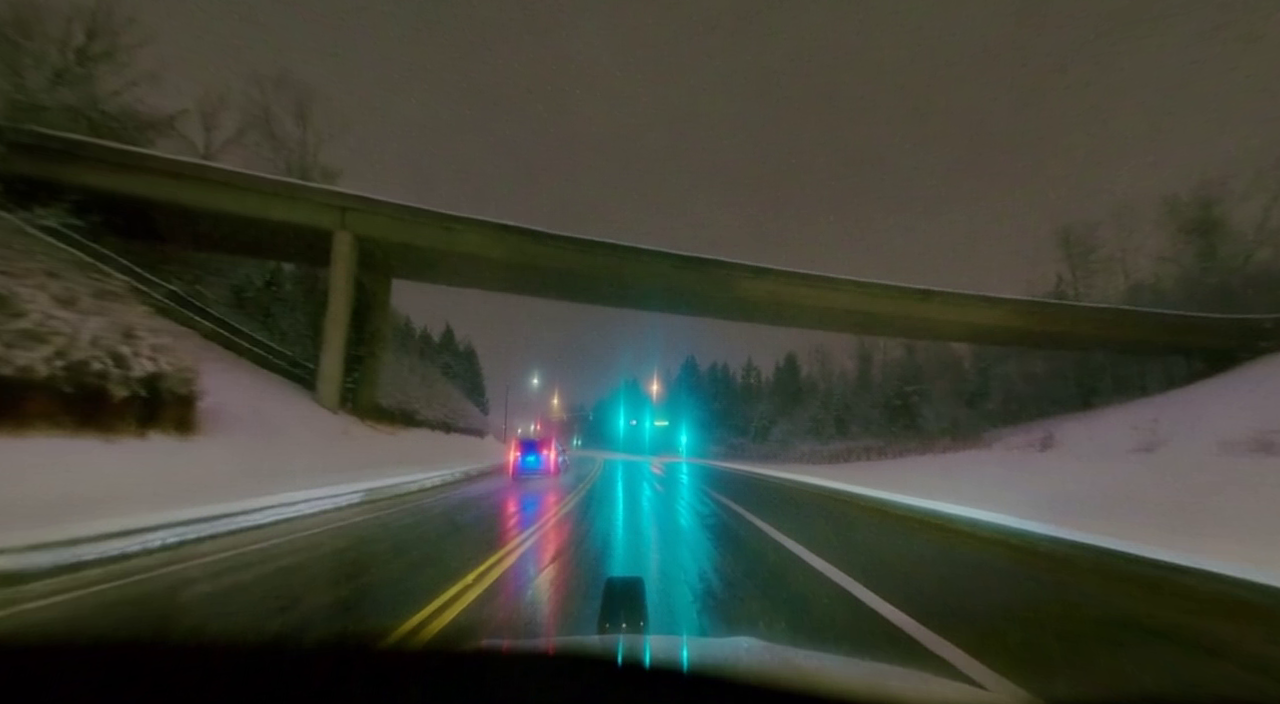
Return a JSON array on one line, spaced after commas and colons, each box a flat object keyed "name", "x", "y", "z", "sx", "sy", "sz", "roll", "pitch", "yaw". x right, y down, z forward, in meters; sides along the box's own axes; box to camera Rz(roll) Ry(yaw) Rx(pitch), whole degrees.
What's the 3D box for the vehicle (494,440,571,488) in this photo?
[{"name": "vehicle", "x": -3.684, "y": 3.908, "z": 22.405, "sx": 1.968, "sy": 1.503, "sz": 4.443, "roll": 0, "pitch": -8, "yaw": 0}]
